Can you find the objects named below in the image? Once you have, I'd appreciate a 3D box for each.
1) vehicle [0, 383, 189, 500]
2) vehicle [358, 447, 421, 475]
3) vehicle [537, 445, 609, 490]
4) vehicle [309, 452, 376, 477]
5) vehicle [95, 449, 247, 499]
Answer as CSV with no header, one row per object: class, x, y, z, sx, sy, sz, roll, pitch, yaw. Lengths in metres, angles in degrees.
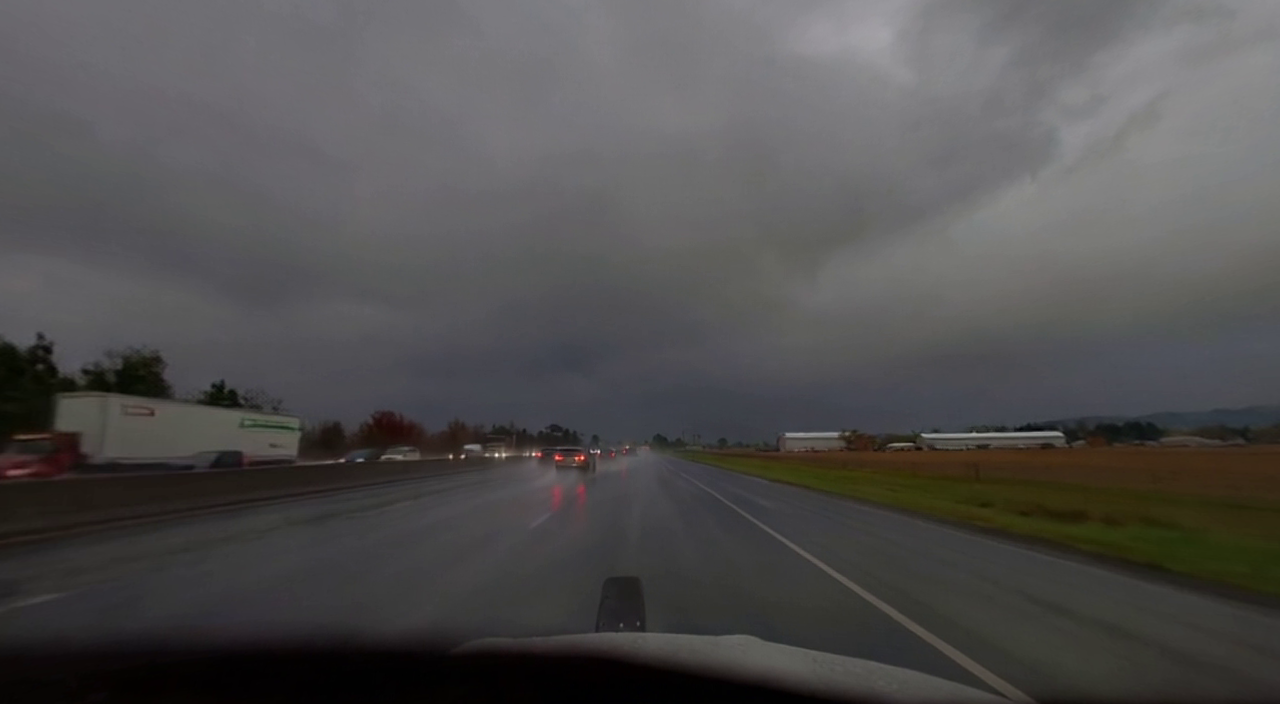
vehicle,-22.924,3.734,26.164,3.289,4.194,6.586,0,-9,0
vehicle,-15.460,6.745,39.255,1.996,1.562,4.705,0,-9,0
vehicle,-2.384,4.250,23.582,2.110,1.500,4.259,-1,-9,2
vehicle,-19.195,7.243,40.930,2.277,1.479,4.248,0,-9,0
vehicle,-15.610,4.034,21.332,1.904,1.501,4.158,0,-9,0
